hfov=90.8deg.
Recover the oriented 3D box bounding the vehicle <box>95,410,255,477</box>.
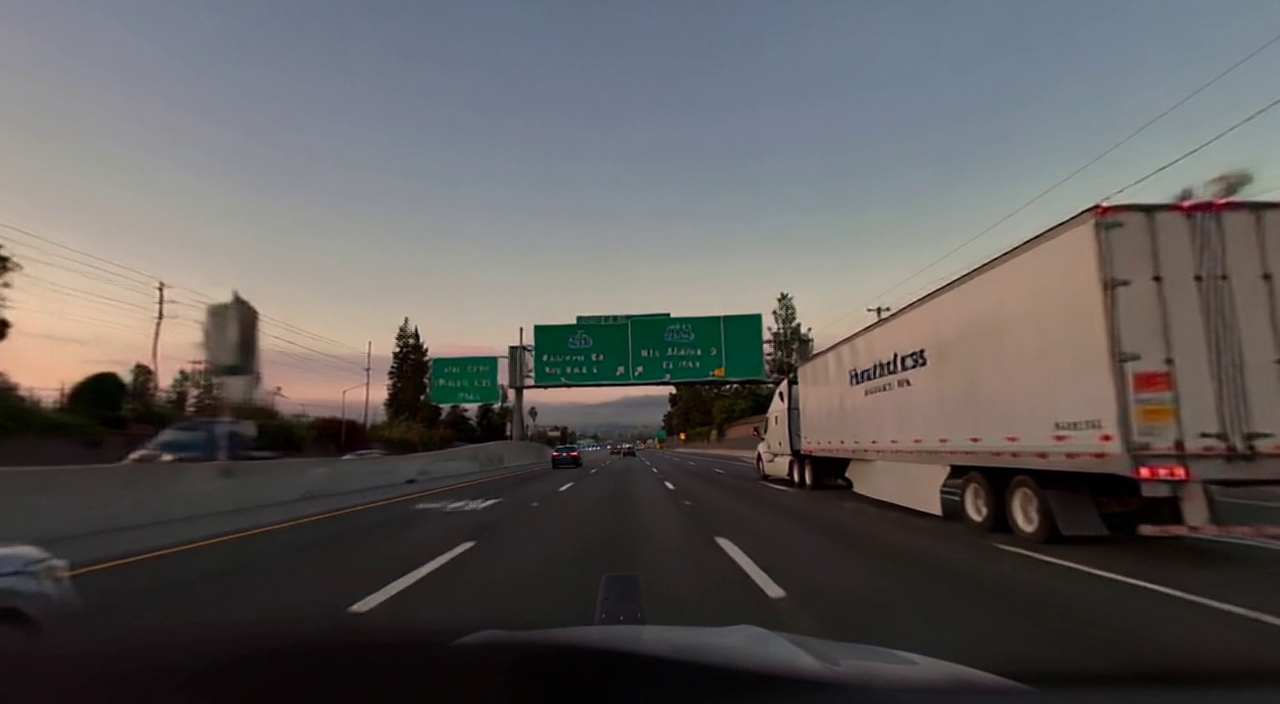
[{"bbox_3d":[-17.897,3.593,24.796,2.202,2.326,5.237,0,-9,0],"label":"vehicle"}]

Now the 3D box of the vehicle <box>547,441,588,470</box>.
[{"bbox_3d":[-4.395,6.328,38.863,2.027,1.651,4.099,0,-9,0],"label":"vehicle"}]

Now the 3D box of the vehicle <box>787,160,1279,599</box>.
[{"bbox_3d":[6.694,1.347,13.845,2.919,4.195,15.833,0,-9,-1],"label":"vehicle"}]

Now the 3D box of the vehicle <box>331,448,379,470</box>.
[{"bbox_3d":[-17.984,6.752,39.950,1.475,1.339,3.280,0,-9,0],"label":"vehicle"}]
